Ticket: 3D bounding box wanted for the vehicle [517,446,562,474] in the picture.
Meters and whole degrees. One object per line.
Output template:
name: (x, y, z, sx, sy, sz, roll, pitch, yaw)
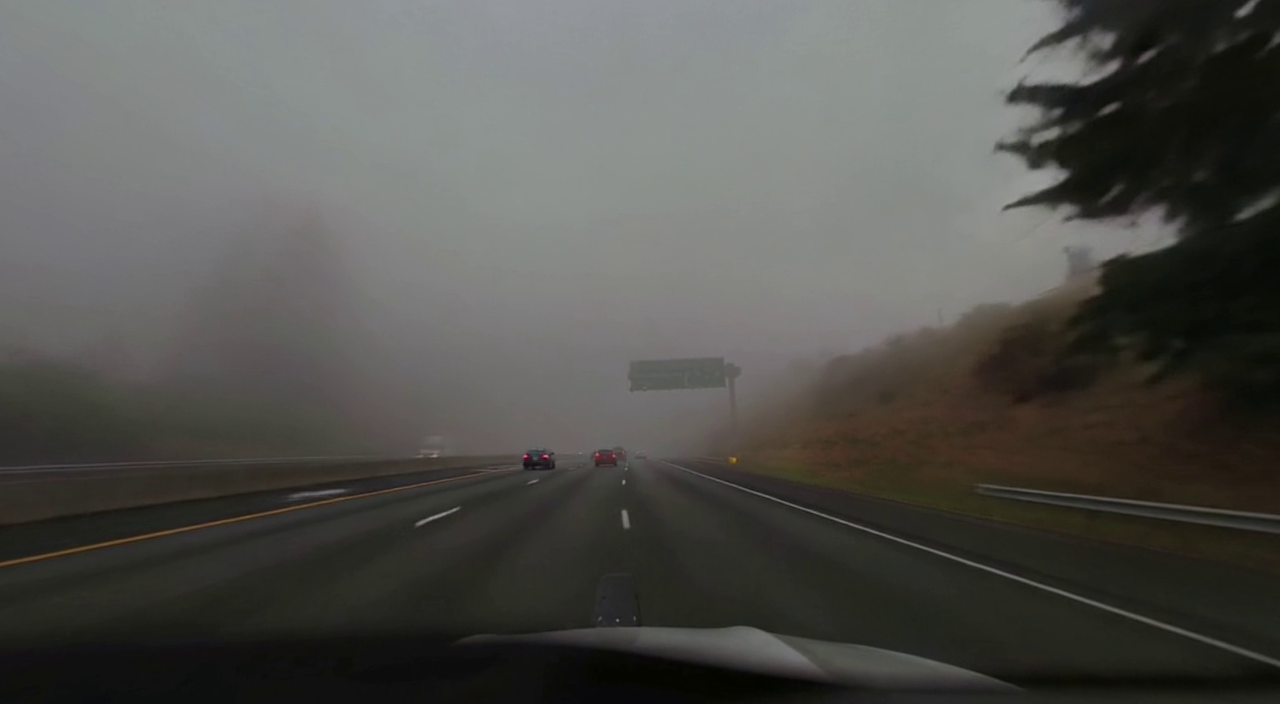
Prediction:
vehicle: (-5.942, 6.459, 37.648, 2.028, 1.563, 4.734, 0, -9, -1)
